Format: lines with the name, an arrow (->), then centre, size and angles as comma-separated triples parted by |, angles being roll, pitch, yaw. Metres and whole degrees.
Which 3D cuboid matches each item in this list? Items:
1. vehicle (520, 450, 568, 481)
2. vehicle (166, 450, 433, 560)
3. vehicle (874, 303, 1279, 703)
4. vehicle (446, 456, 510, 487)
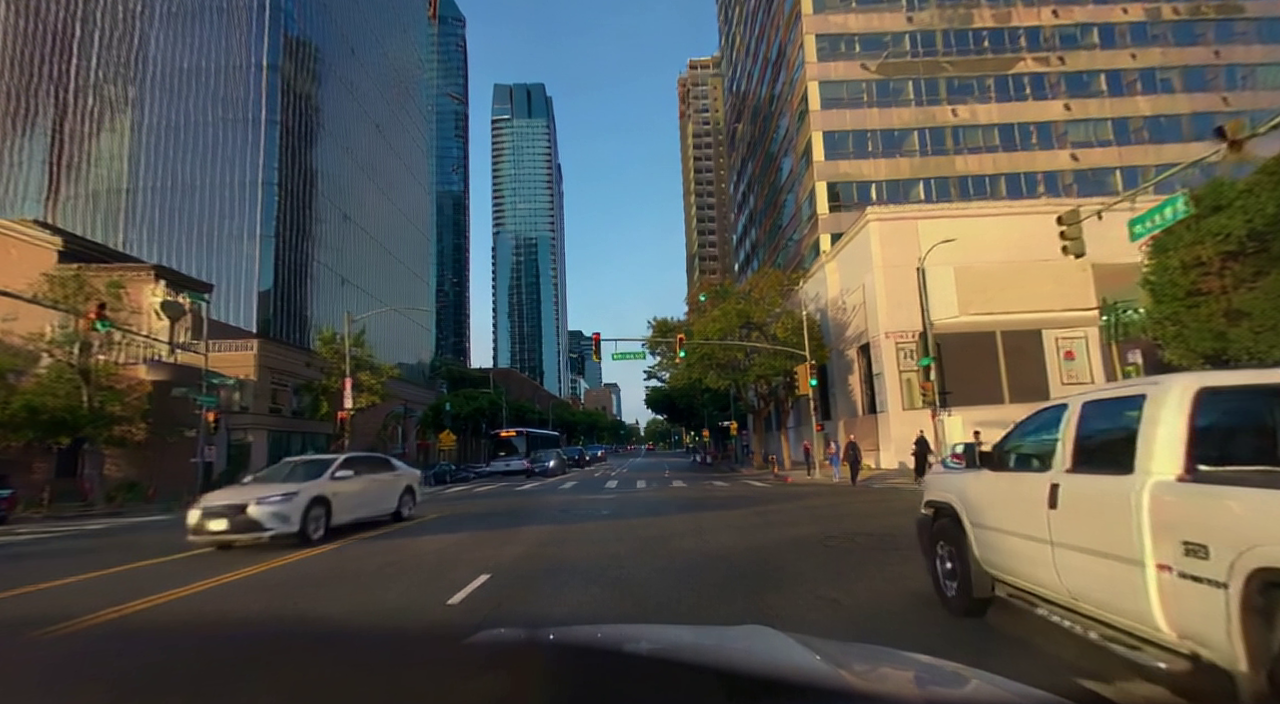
vehicle -> -5.437, 6.501, 36.343 | 1.997, 1.610, 4.144 | 0, -8, 2
vehicle -> -5.582, 2.524, 11.313 | 1.956, 1.457, 4.958 | 0, -8, 1
vehicle -> 3.317, 0.931, 3.345 | 2.118, 1.848, 5.426 | 0, -8, 1
vehicle -> -9.103, 6.732, 35.818 | 2.003, 1.489, 4.656 | -1, -8, 6
